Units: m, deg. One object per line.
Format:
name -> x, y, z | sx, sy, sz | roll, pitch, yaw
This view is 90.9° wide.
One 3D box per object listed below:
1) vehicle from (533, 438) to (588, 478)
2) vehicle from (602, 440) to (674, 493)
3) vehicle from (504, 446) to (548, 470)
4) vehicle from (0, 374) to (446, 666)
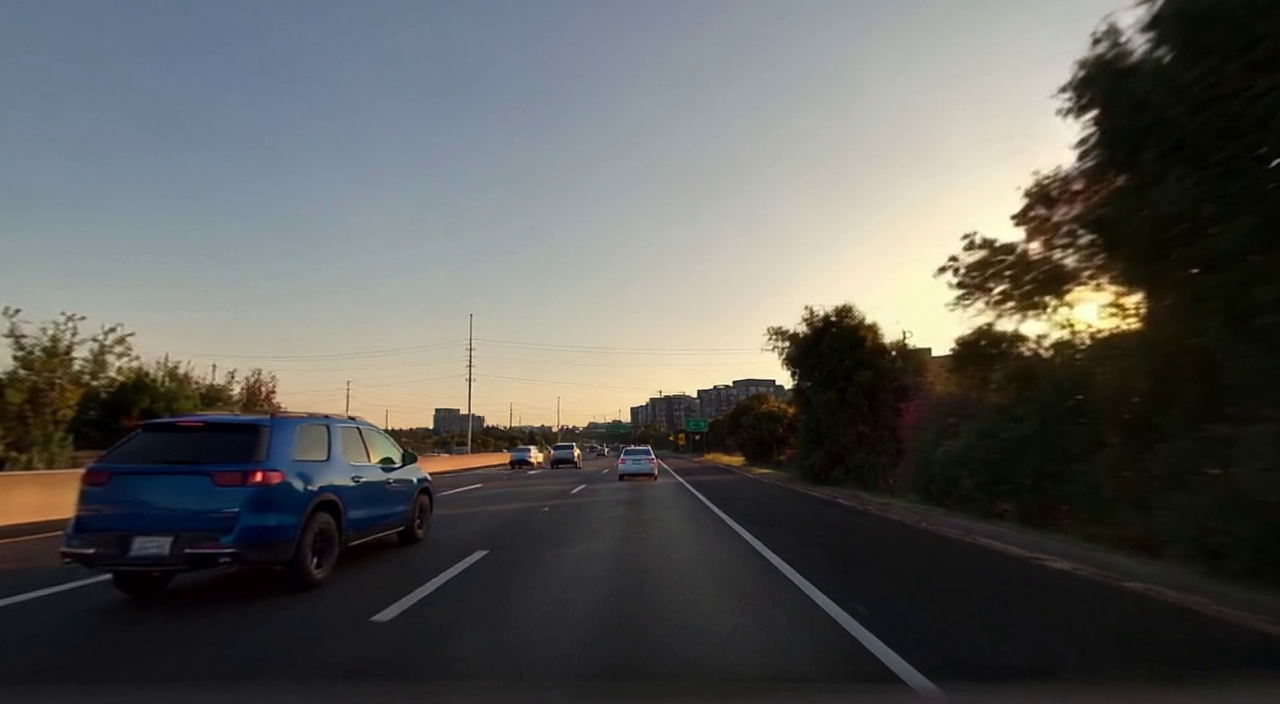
vehicle -> -3.721, 5.051, 30.302 | 1.993, 1.717, 4.321 | 0, -9, 1
vehicle -> -0.069, 3.567, 19.962 | 2.047, 1.473, 3.978 | 0, -8, 0
vehicle -> -7.312, 6.825, 40.951 | 1.902, 1.467, 4.574 | -1, -8, 2
vehicle -> -3.729, 1.369, 6.222 | 2.133, 1.789, 4.518 | 0, -8, 1
